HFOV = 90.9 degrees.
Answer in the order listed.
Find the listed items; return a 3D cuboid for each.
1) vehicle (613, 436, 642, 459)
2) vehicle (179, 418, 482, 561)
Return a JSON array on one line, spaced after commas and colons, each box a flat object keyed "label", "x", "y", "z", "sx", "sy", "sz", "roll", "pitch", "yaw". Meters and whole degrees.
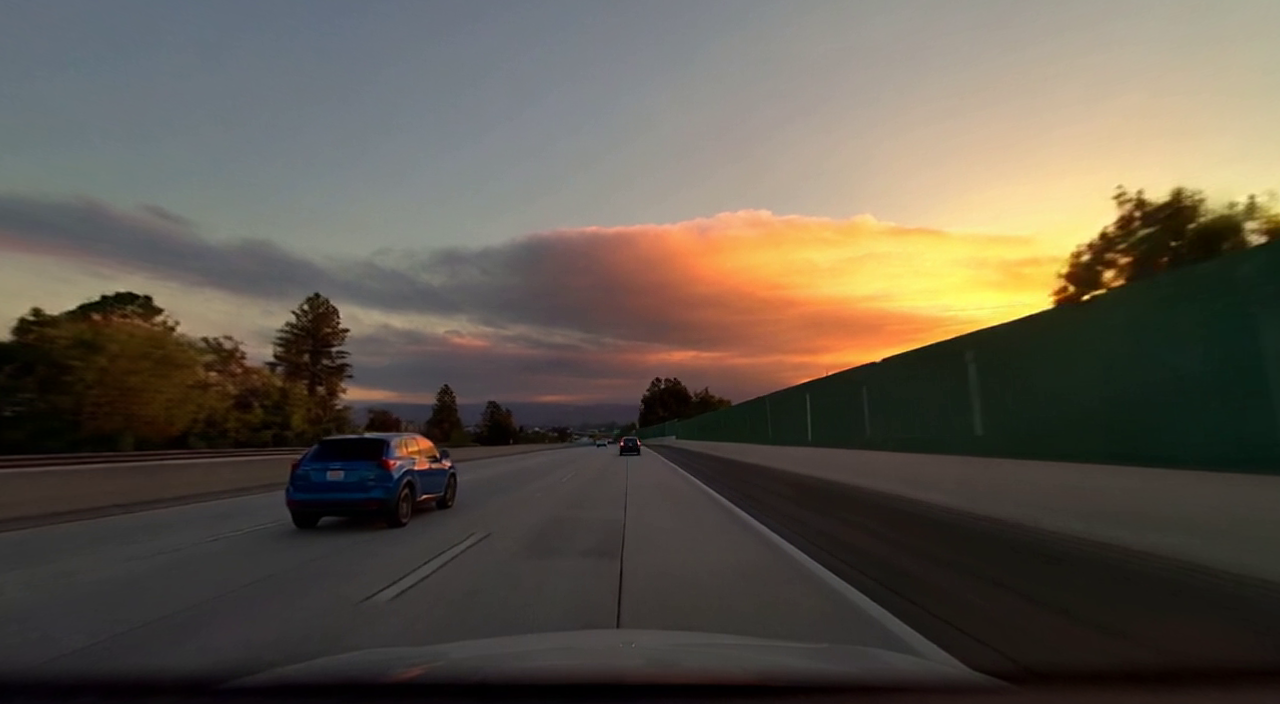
[{"label": "vehicle", "x": -0.809, "y": 6.220, "z": 41.280, "sx": 1.836, "sy": 1.450, "sz": 3.519, "roll": 0, "pitch": -8, "yaw": -1}, {"label": "vehicle", "x": -3.992, "y": 1.825, "z": 9.335, "sx": 2.072, "sy": 1.545, "sz": 4.767, "roll": 0, "pitch": -8, "yaw": 0}]
